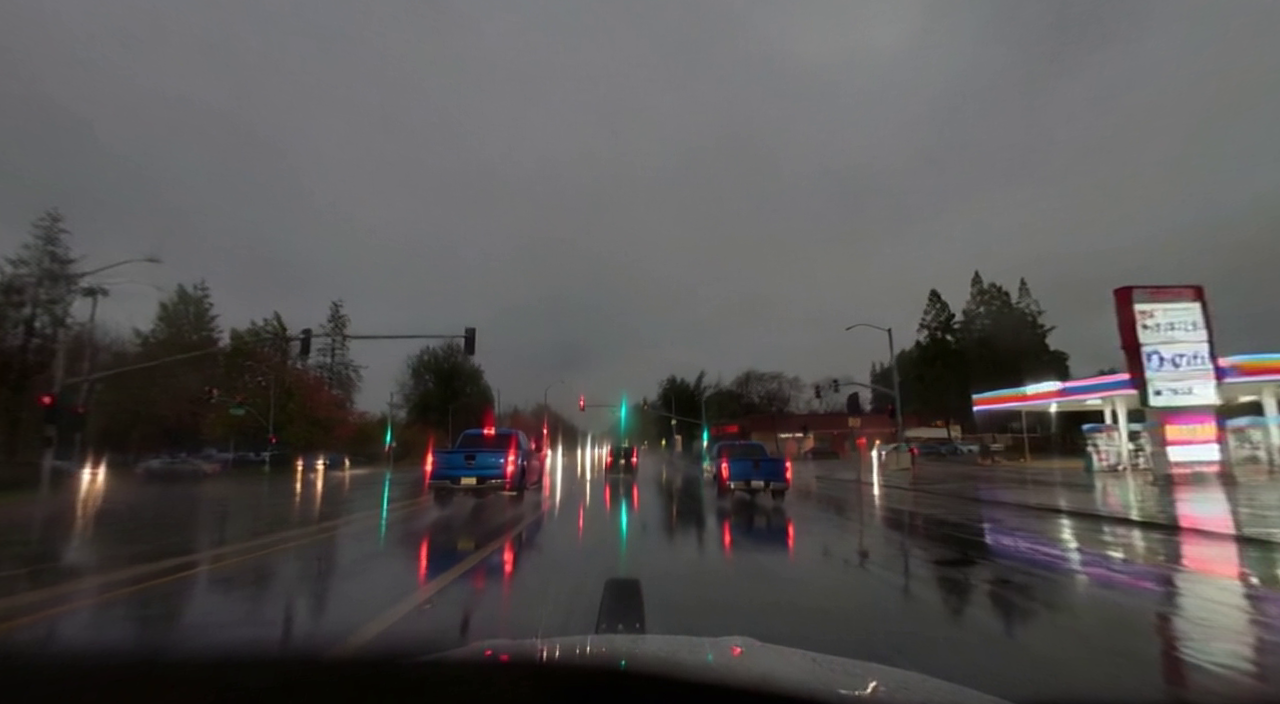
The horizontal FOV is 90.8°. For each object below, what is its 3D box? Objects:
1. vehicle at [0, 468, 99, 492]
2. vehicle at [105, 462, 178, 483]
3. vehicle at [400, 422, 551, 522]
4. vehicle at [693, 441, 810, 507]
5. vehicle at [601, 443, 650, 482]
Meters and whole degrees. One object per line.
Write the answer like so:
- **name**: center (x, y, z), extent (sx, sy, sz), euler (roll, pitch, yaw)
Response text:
- **vehicle**: center (-38.581, 8.305, 41.244), extent (4.460, 1.411, 1.879), euler (2, -9, -10)
- **vehicle**: center (-38.113, 9.224, 48.373), extent (3.849, 1.510, 1.865), euler (1, -9, -10)
- **vehicle**: center (-3.563, 2.730, 15.046), extent (2.195, 1.905, 5.634), euler (0, -9, -1)
- **vehicle**: center (2.747, 3.128, 16.712), extent (2.061, 1.487, 4.462), euler (0, -9, -3)
- **vehicle**: center (-0.691, 4.840, 28.014), extent (2.029, 1.605, 3.827), euler (0, -9, -3)
